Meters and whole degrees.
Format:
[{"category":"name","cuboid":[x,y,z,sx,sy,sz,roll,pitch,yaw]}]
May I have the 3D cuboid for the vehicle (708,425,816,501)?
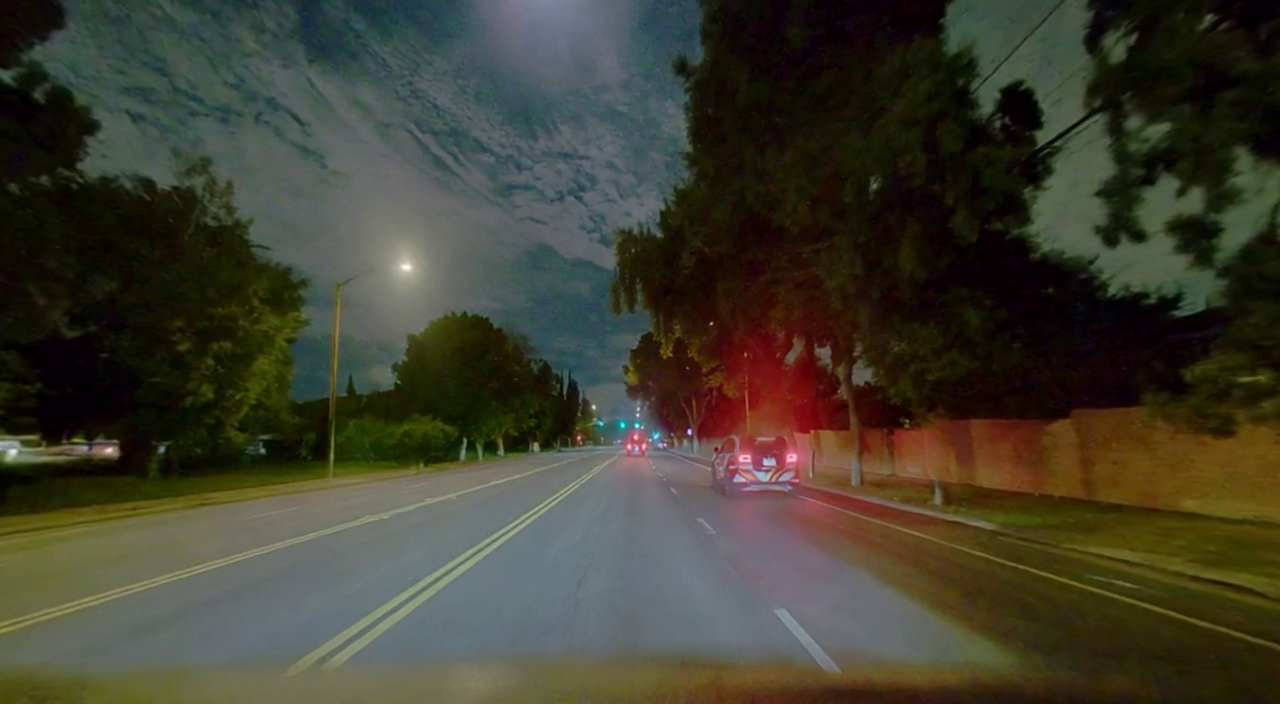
[{"category":"vehicle","cuboid":[2.991,2.830,16.432,1.840,1.709,4.202,0,-8,-2]}]
